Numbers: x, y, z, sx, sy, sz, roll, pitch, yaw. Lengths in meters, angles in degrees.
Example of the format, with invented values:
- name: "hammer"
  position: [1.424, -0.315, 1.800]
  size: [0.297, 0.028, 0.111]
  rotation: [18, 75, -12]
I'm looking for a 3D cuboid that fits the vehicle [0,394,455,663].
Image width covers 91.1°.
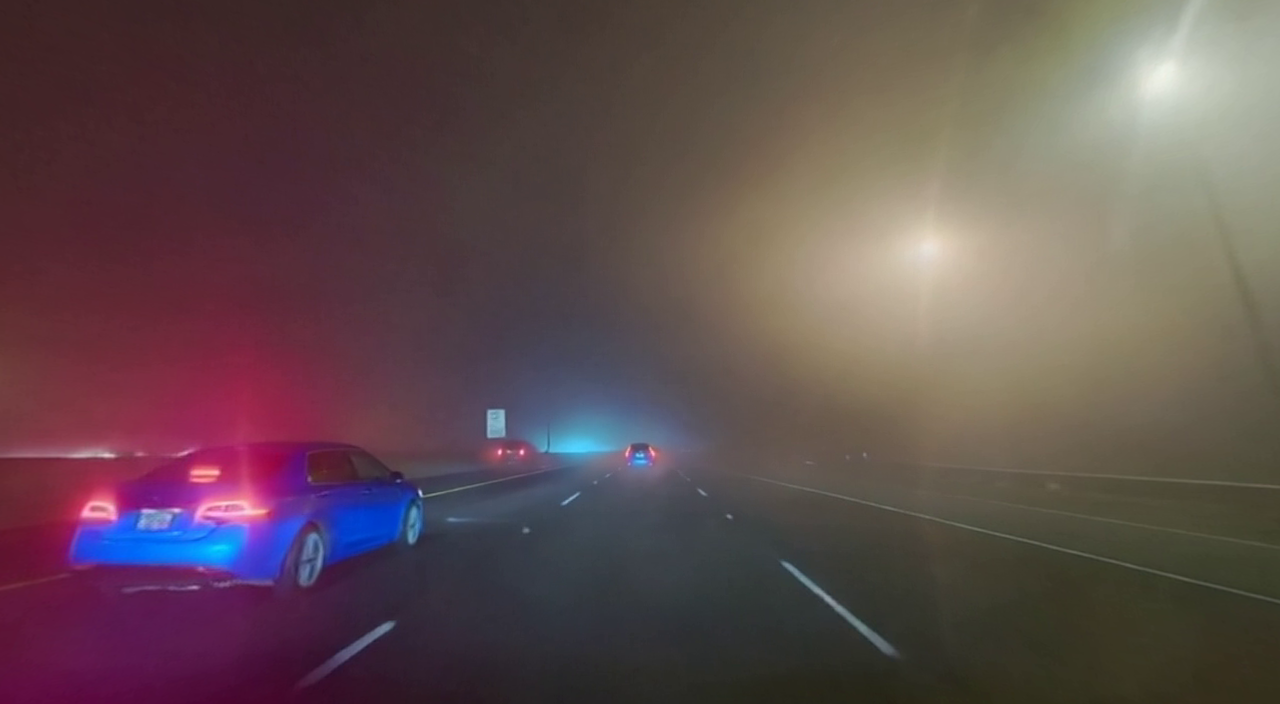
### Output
- name: "vehicle"
  position: [-3.642, 1.413, 6.157]
  size: [2.124, 1.607, 4.531]
  rotation: [0, -9, 2]

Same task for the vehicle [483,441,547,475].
- name: "vehicle"
  position: [-6.103, 5.204, 31.140]
  size: [1.994, 1.519, 4.668]
  rotation: [0, -9, 3]

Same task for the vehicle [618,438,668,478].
- name: "vehicle"
  position: [0.182, 4.841, 28.847]
  size: [2.155, 1.690, 4.318]
  rotation: [0, -9, 1]
